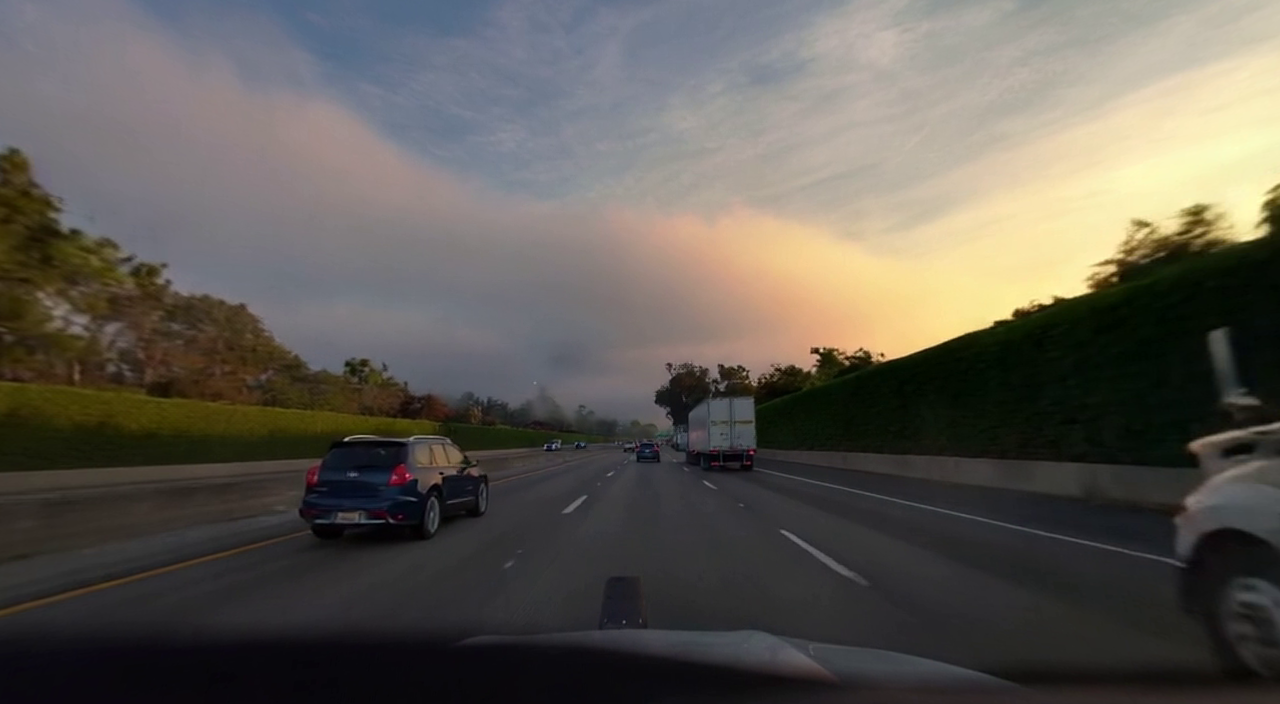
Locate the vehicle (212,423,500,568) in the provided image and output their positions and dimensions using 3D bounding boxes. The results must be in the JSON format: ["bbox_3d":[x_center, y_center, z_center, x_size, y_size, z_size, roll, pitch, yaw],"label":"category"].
[{"bbox_3d":[-3.413,1.785,8.647,1.988,1.488,4.113,0,-8,1],"label":"vehicle"}]

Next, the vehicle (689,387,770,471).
[{"bbox_3d":[4.950,4.782,38.150,3.117,4.150,13.929,0,-8,1],"label":"vehicle"}]

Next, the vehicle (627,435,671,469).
[{"bbox_3d":[0.488,5.696,36.089,2.389,1.760,4.473,0,-8,0],"label":"vehicle"}]
